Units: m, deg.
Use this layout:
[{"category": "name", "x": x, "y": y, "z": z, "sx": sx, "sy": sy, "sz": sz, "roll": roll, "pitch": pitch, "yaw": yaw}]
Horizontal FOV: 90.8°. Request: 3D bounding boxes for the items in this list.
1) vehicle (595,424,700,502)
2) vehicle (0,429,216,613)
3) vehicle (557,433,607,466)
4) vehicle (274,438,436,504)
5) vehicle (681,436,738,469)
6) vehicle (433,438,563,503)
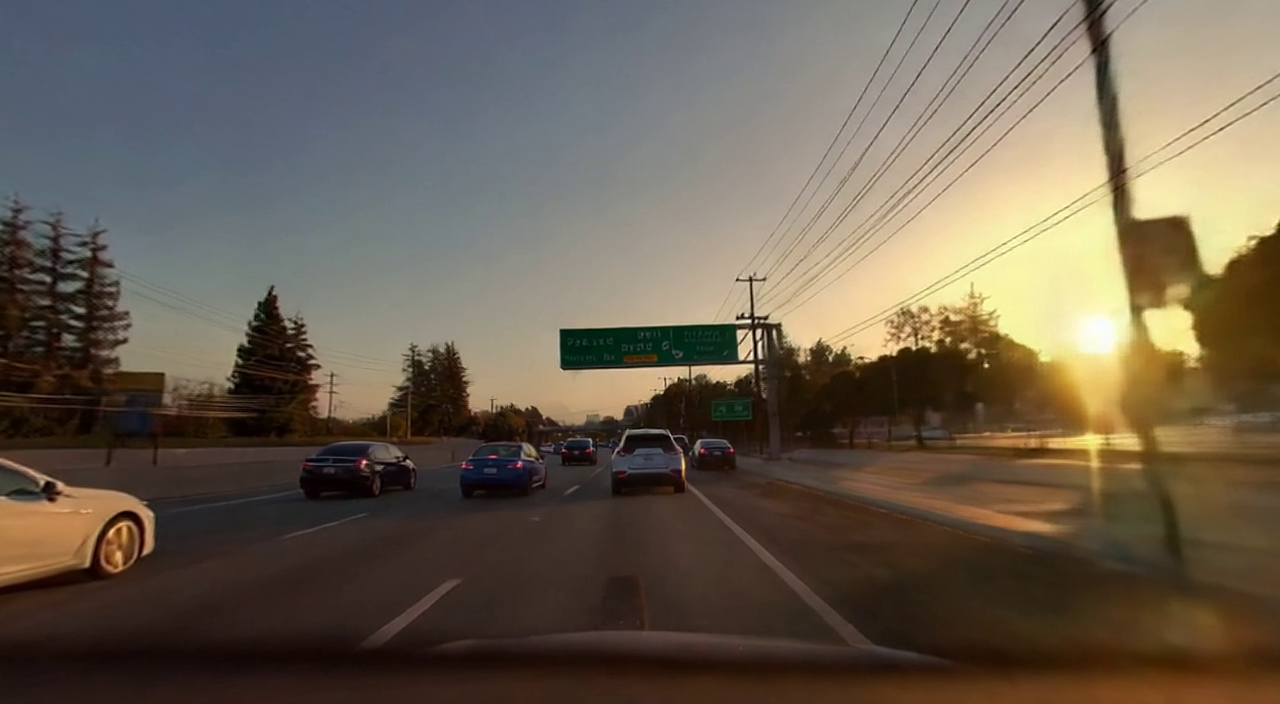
[{"category": "vehicle", "x": 0.176, "y": 2.741, "z": 15.939, "sx": 2.284, "sy": 1.699, "sz": 4.168, "roll": 0, "pitch": -8, "yaw": 0}, {"category": "vehicle", "x": -6.066, "y": 1.394, "z": 5.355, "sx": 1.958, "sy": 1.447, "sz": 4.454, "roll": 0, "pitch": -8, "yaw": -2}, {"category": "vehicle", "x": -3.260, "y": 5.578, "z": 36.275, "sx": 2.353, "sy": 1.773, "sz": 4.286, "roll": 0, "pitch": -8, "yaw": 1}, {"category": "vehicle", "x": -7.112, "y": 2.996, "z": 16.442, "sx": 1.959, "sy": 1.435, "sz": 4.719, "roll": 0, "pitch": -8, "yaw": 1}, {"category": "vehicle", "x": 3.312, "y": 4.897, "z": 30.861, "sx": 2.197, "sy": 1.464, "sz": 4.356, "roll": 0, "pitch": -8, "yaw": -1}, {"category": "vehicle", "x": -3.438, "y": 2.983, "z": 16.394, "sx": 2.203, "sy": 1.425, "sz": 4.610, "roll": 0, "pitch": -8, "yaw": 1}]
